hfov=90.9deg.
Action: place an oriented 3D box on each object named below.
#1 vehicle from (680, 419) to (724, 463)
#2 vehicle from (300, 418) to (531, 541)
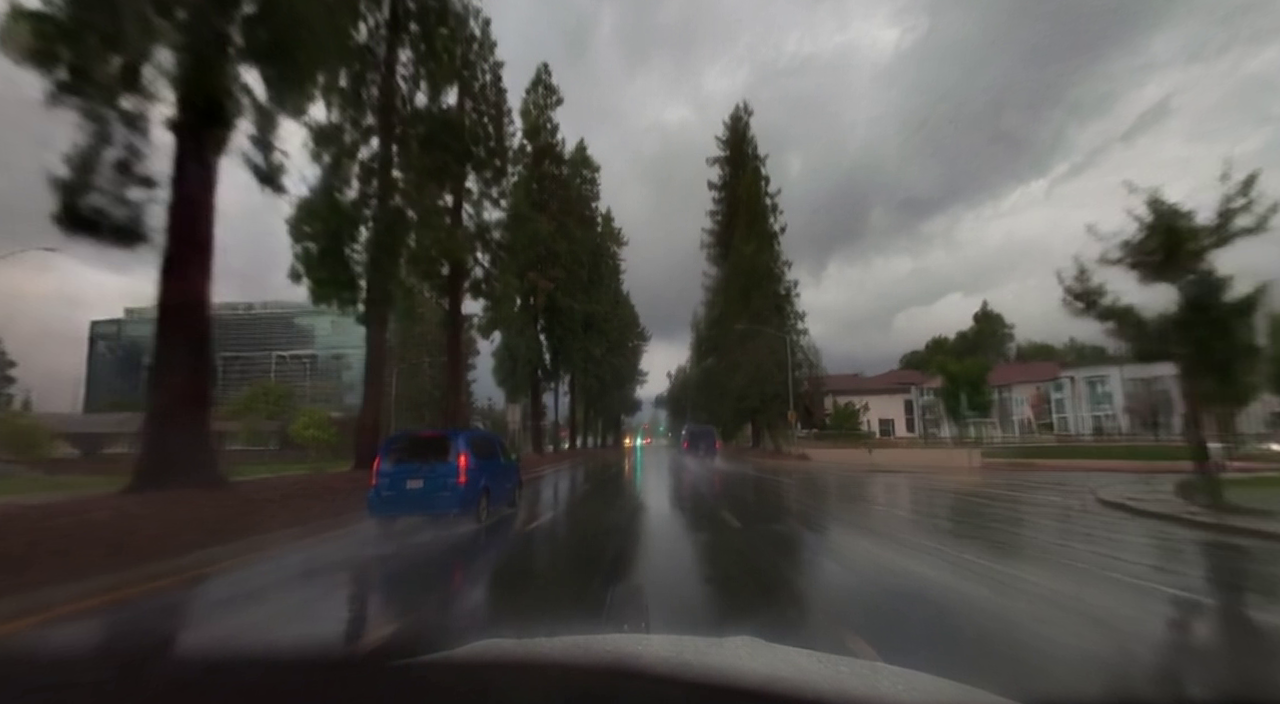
[{"bbox_3d":[3.958,5.863,41.284,2.349,2.671,5.744,0,-8,0],"label":"vehicle"},{"bbox_3d":[-3.377,2.024,10.668,2.129,1.602,4.532,0,-8,2],"label":"vehicle"}]
